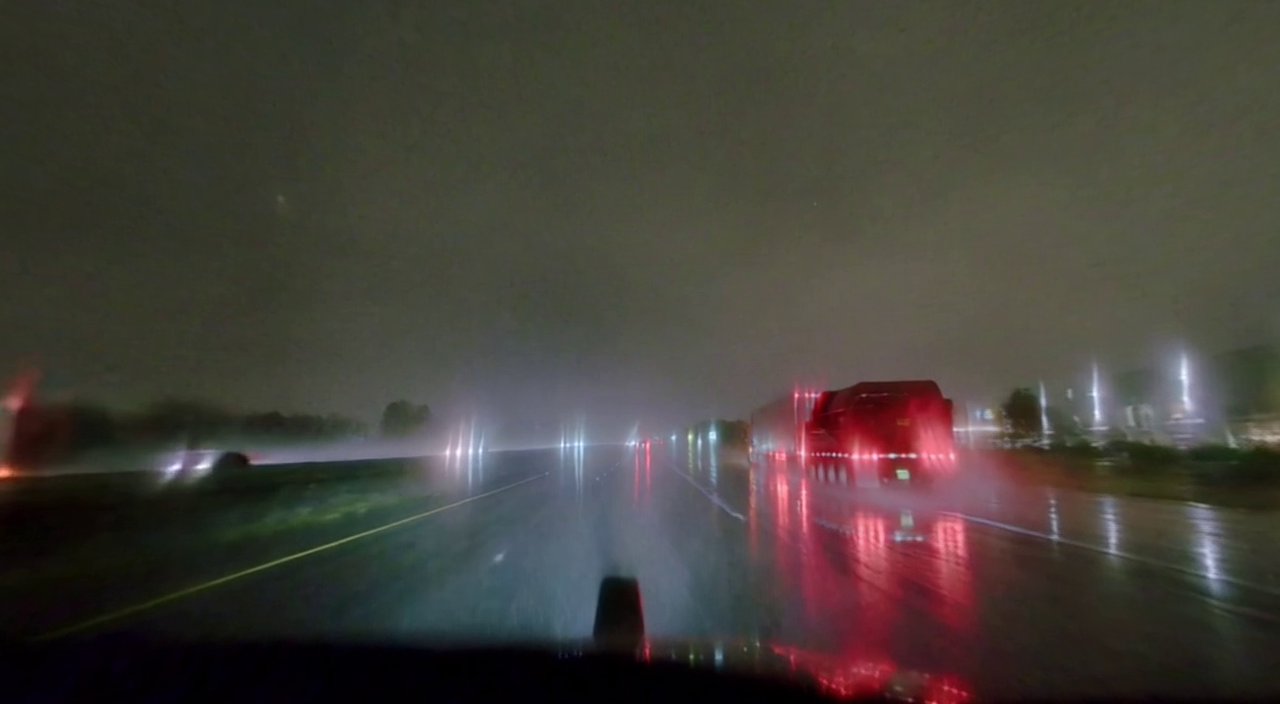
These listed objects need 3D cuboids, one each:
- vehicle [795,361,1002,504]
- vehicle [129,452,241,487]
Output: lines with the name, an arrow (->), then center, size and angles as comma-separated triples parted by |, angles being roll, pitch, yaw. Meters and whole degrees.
vehicle -> 6.786, 2.375, 18.267 | 2.793, 3.204, 7.997 | -1, -8, 2
vehicle -> -21.811, 5.609, 30.521 | 1.964, 1.493, 4.550 | 0, -8, 1
